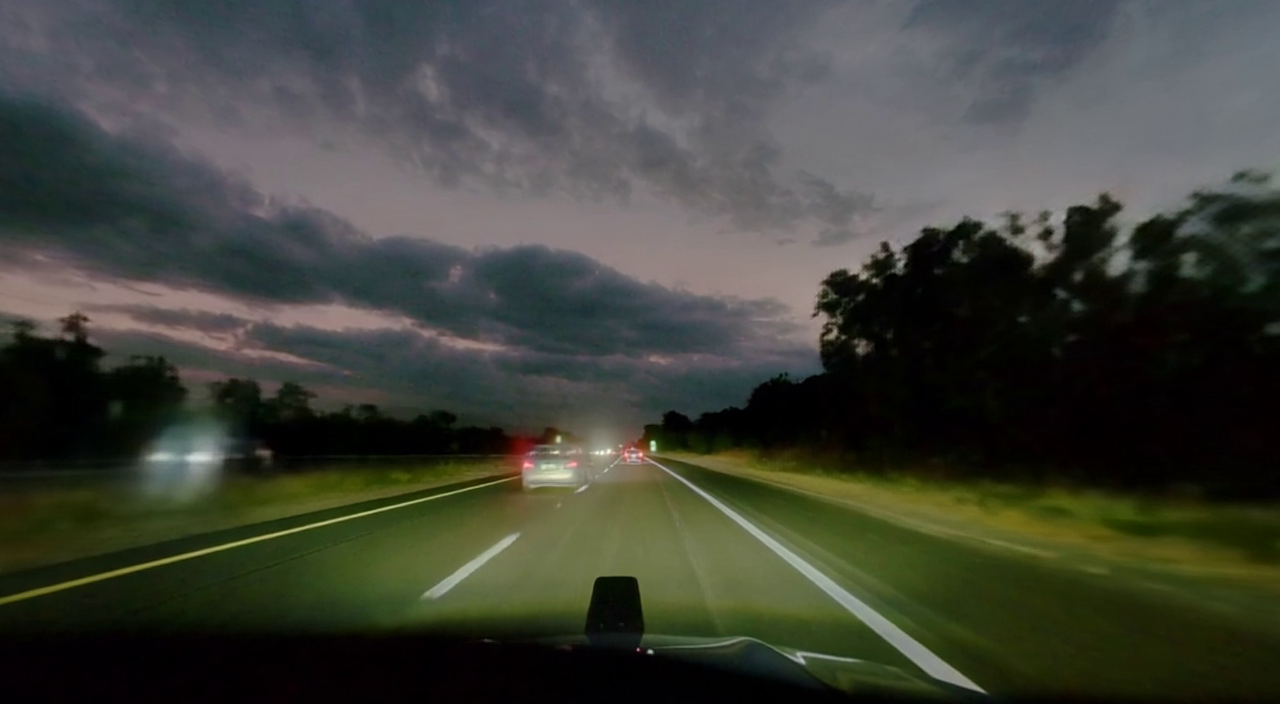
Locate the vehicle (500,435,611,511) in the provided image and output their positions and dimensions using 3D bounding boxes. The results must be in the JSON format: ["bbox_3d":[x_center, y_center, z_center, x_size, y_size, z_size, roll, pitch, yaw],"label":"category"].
[{"bbox_3d":[-2.011,3.067,16.482,2.135,1.686,4.517,-1,-9,2],"label":"vehicle"}]
